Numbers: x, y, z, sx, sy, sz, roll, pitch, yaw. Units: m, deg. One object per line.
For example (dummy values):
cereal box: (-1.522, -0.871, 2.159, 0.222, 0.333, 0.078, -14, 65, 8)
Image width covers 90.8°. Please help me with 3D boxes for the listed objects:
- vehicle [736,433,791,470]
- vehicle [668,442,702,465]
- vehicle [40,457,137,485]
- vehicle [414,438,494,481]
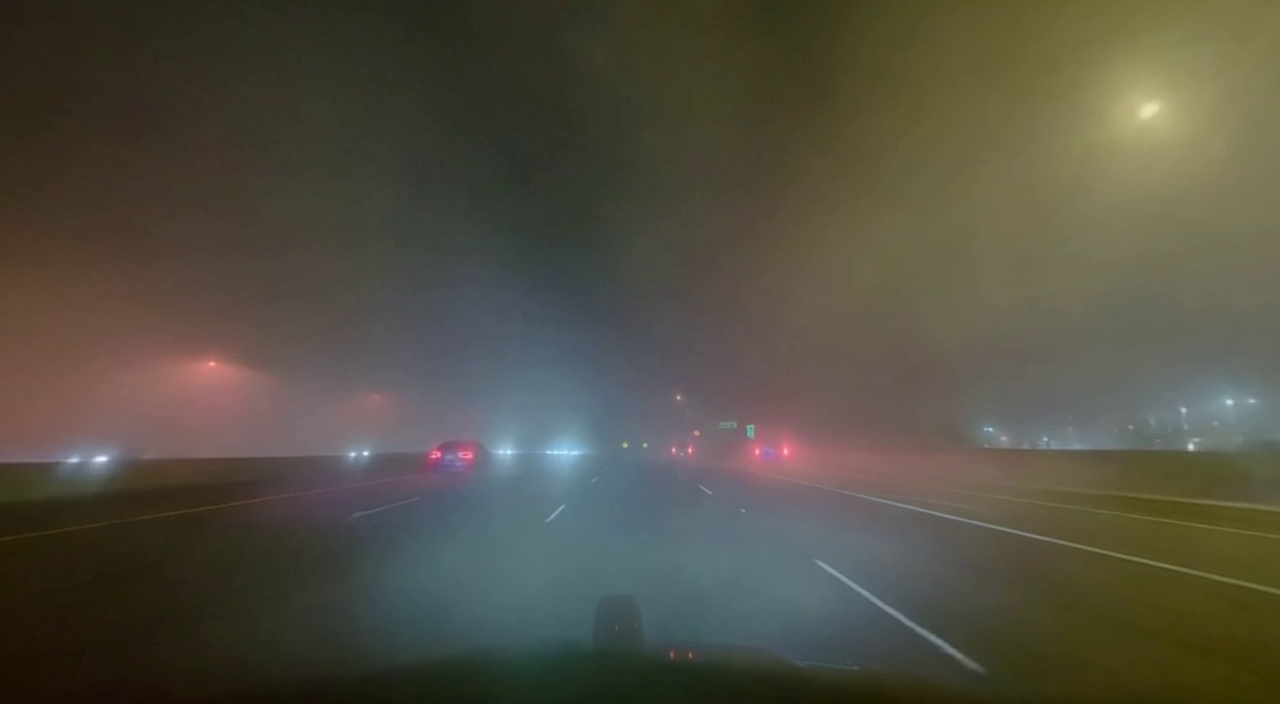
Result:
vehicle: (6.863, 5.594, 35.701, 2.065, 1.953, 4.605, 0, -8, -1)
vehicle: (3.150, 7.202, 44.937, 2.000, 1.533, 3.770, 0, -8, -1)
vehicle: (-32.709, 7.022, 37.633, 1.855, 1.466, 4.350, 0, -8, 0)
vehicle: (-8.073, 4.680, 27.986, 2.083, 1.696, 5.464, 1, -8, -2)
